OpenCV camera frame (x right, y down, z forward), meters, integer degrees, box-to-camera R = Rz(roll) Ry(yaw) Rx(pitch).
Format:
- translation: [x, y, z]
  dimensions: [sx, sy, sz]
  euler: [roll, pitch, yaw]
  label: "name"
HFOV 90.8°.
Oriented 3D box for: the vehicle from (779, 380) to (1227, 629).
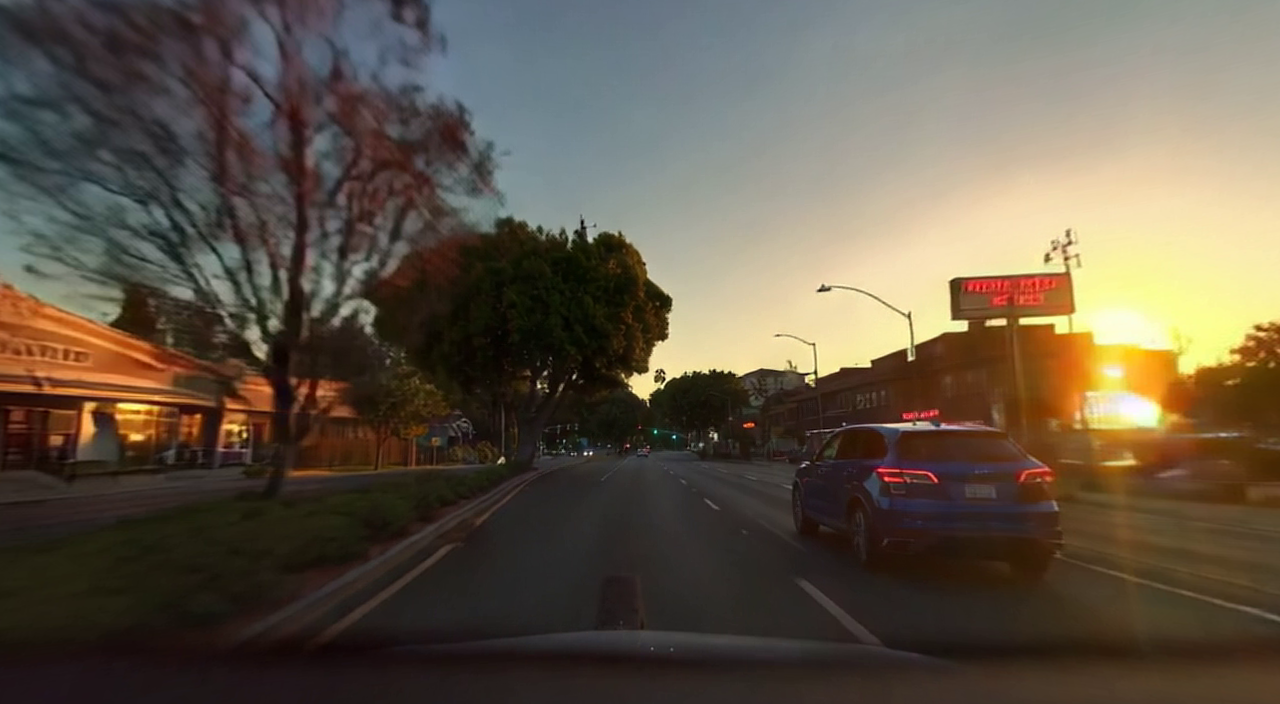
- translation: [3.153, 1.442, 6.967]
  dimensions: [2.130, 1.790, 4.615]
  euler: [0, -9, 0]
  label: "vehicle"
